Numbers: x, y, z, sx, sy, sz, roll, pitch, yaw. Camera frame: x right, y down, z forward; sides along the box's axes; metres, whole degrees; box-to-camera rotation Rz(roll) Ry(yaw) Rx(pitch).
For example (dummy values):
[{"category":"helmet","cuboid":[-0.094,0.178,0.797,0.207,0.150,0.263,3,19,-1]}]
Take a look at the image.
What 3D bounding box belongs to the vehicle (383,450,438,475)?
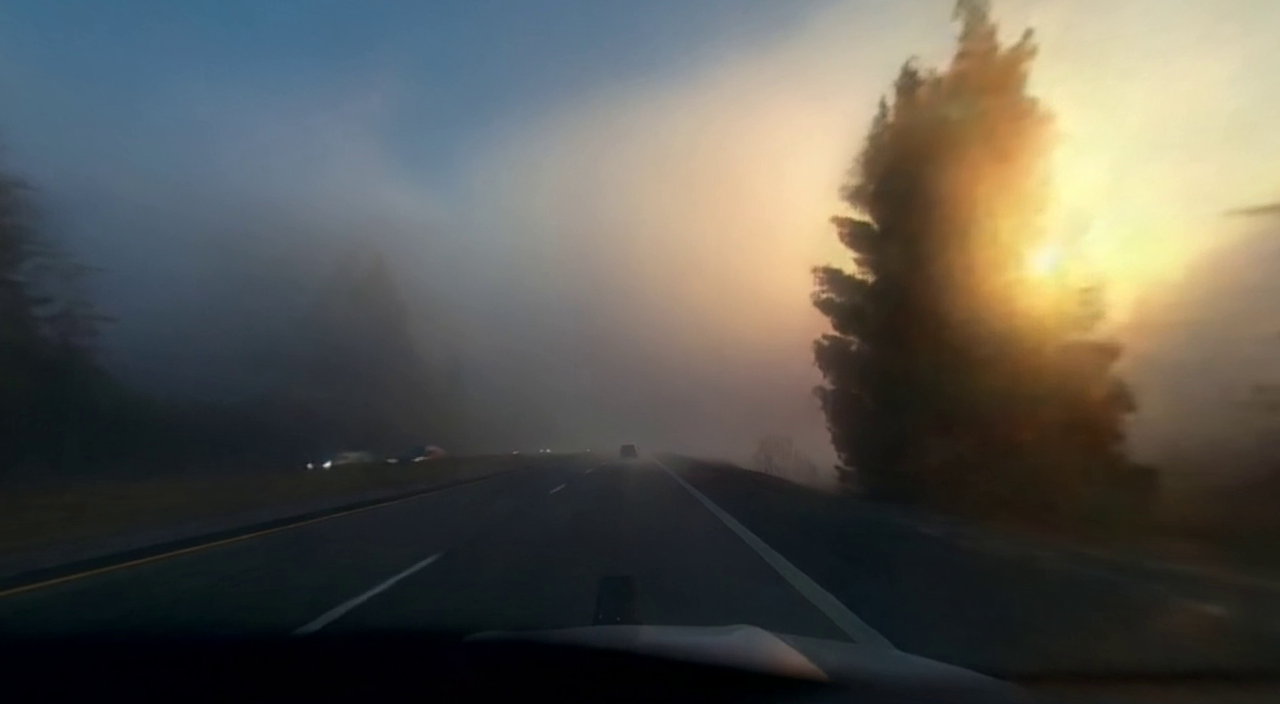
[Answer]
[{"category":"vehicle","cuboid":[-14.229,6.843,39.038,1.860,1.478,3.862,-1,-9,2]}]
